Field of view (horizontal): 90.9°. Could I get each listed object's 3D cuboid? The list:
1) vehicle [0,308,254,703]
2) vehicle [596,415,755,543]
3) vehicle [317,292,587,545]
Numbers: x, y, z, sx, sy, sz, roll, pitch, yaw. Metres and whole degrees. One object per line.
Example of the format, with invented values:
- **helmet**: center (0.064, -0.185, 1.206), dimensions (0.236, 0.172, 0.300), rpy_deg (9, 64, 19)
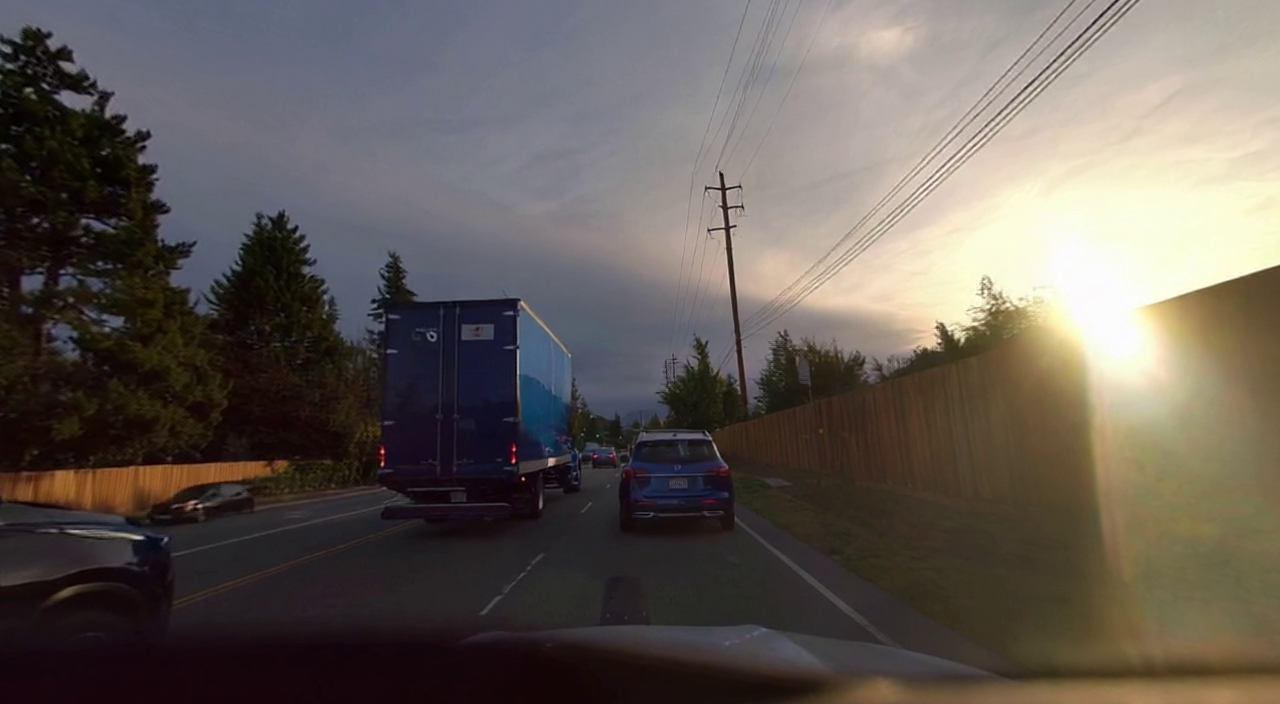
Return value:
- **vehicle**: center (-3.098, 0.626, 0.949), dimensions (2.093, 1.832, 4.508), rpy_deg (0, -9, 1)
- **vehicle**: center (0.473, 2.057, 10.781), dimensions (2.174, 1.749, 4.113), rpy_deg (0, -9, 0)
- **vehicle**: center (-3.045, 1.585, 13.590), dimensions (2.928, 3.658, 8.980), rpy_deg (0, -9, 1)
